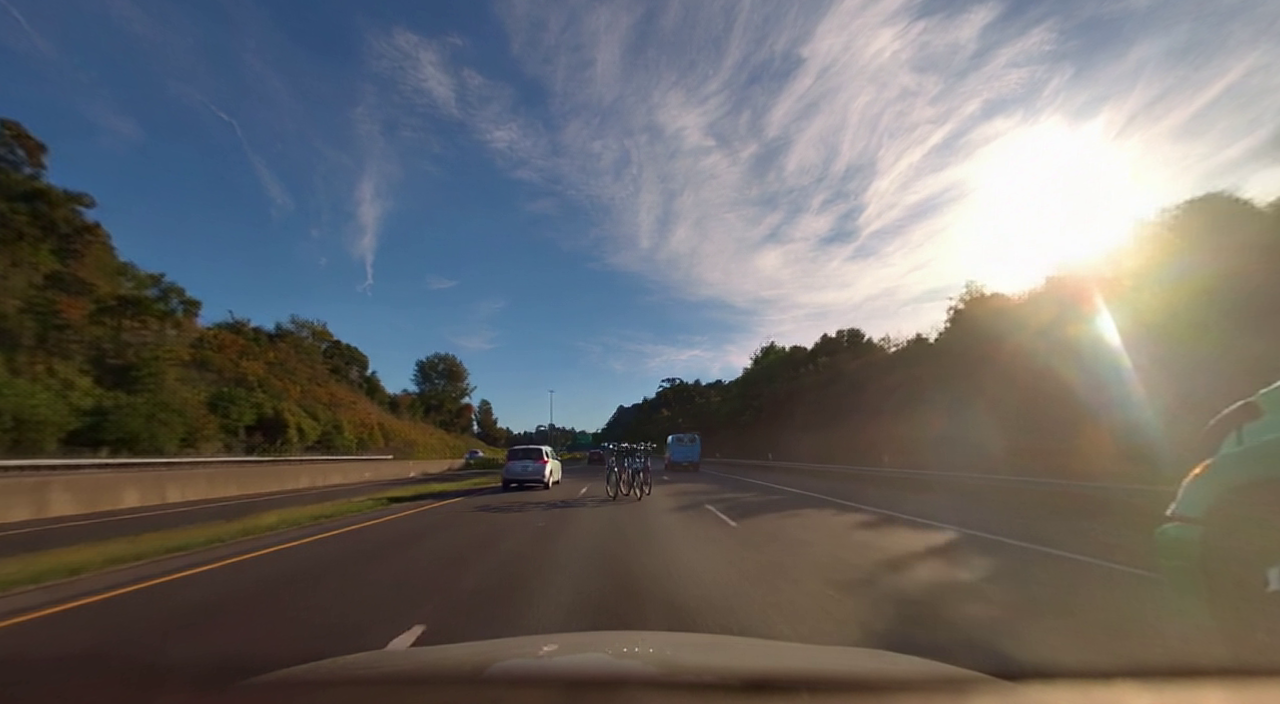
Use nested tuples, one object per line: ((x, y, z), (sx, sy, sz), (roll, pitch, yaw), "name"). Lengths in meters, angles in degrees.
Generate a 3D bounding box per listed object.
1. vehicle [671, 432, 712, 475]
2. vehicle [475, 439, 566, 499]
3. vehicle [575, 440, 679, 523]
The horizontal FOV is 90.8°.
((3.445, 6.934, 43.195), (2.234, 2.679, 5.372), (0, -9, -1), "vehicle")
((-3.702, 3.716, 20.382), (1.985, 1.671, 4.604), (0, -9, 1), "vehicle")
((-0.234, 2.757, 13.851), (1.973, 1.574, 3.426), (0, -9, 0), "vehicle")
